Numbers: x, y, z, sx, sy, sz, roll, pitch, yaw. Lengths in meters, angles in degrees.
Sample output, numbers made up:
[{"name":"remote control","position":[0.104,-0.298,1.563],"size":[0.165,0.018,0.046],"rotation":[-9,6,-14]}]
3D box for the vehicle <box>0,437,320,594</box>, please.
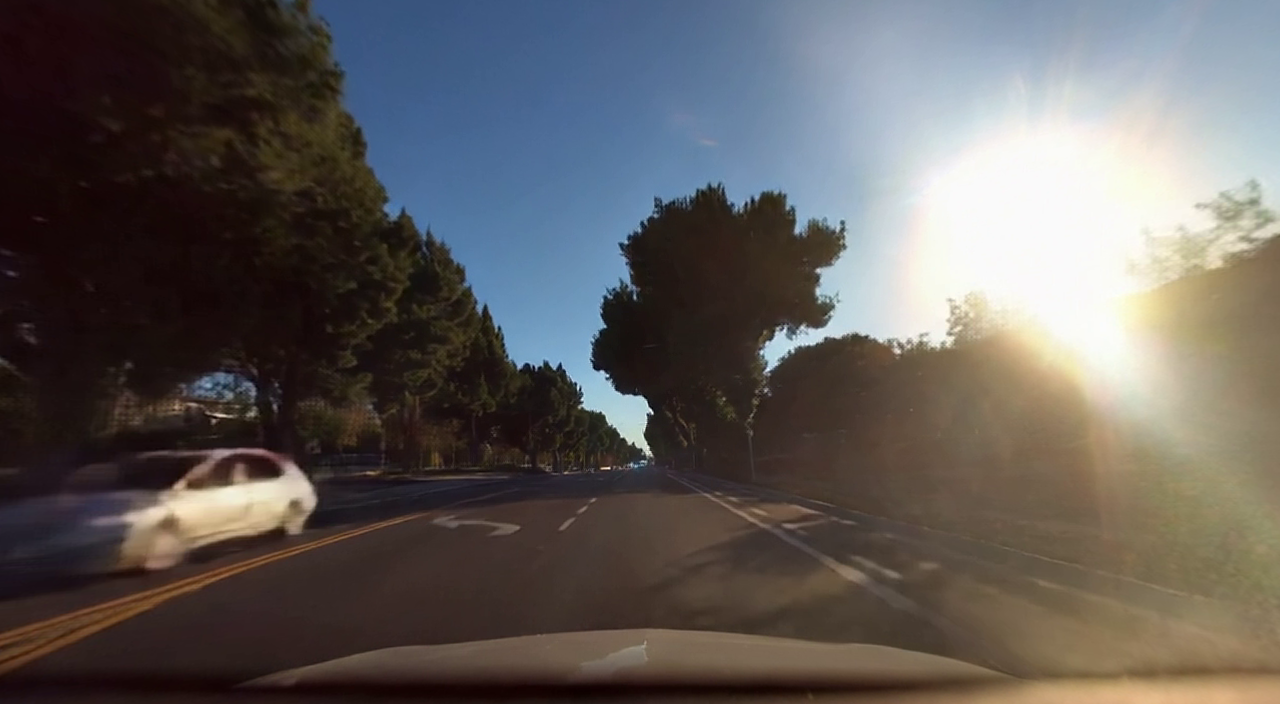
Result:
[{"name":"vehicle","position":[-6.461,1.999,8.578],"size":[2.095,1.603,3.980],"rotation":[0,-9,0]}]
